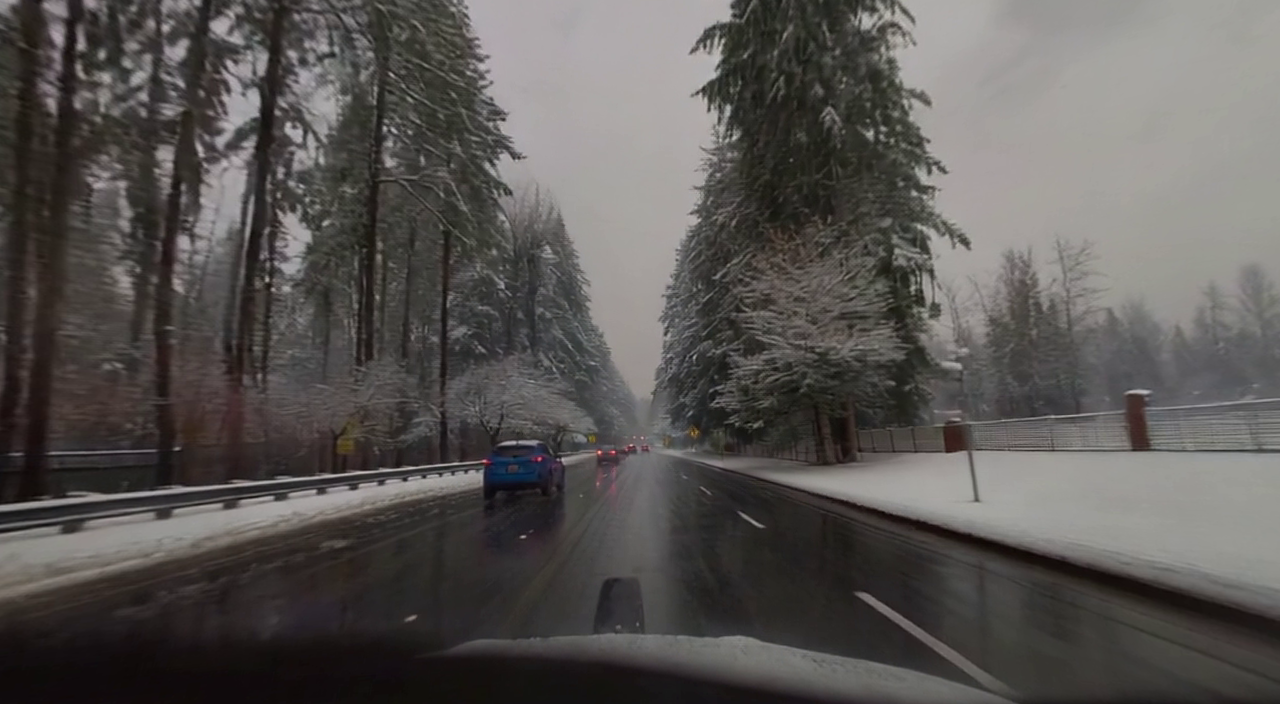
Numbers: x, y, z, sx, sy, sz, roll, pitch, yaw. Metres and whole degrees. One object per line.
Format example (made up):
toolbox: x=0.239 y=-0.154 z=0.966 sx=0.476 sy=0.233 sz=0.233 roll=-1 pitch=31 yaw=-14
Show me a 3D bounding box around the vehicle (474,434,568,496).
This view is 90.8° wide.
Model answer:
vehicle: x=-3.437 y=3.360 z=19.177 sx=1.919 sy=1.650 sz=4.546 roll=0 pitch=-8 yaw=1
